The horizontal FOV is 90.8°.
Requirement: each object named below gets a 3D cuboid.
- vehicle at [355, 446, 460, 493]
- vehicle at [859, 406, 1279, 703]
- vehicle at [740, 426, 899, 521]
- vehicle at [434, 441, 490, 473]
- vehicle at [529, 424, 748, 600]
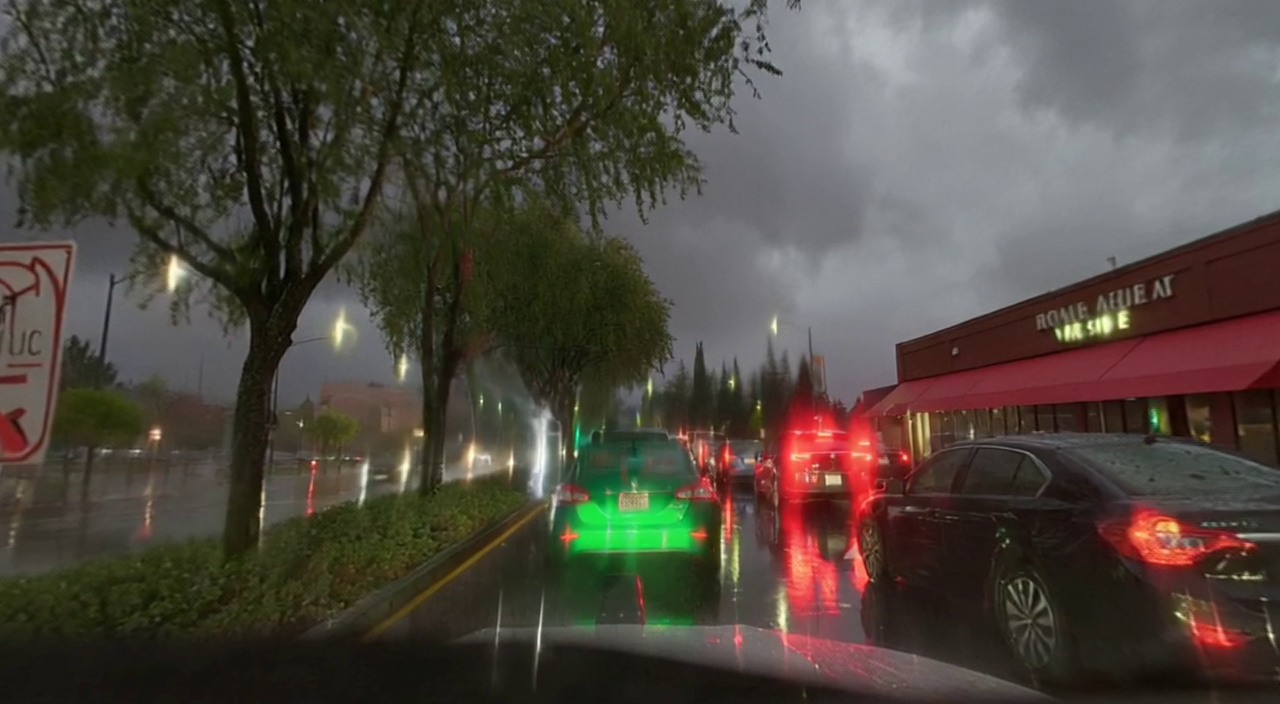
[{"bbox_3d":[-8.207,4.161,22.779,2.169,1.477,4.168,0,-9,0],"label":"vehicle"},{"bbox_3d":[3.306,1.255,4.480,1.988,1.480,4.195,0,-9,0],"label":"vehicle"},{"bbox_3d":[3.532,2.482,13.421,2.025,1.660,4.263,0,-9,-1],"label":"vehicle"},{"bbox_3d":[-10.690,6.326,38.299,2.060,1.792,5.170,0,-9,-2],"label":"vehicle"},{"bbox_3d":[-0.027,1.649,7.288,1.887,1.487,3.535,0,-9,0],"label":"vehicle"}]
